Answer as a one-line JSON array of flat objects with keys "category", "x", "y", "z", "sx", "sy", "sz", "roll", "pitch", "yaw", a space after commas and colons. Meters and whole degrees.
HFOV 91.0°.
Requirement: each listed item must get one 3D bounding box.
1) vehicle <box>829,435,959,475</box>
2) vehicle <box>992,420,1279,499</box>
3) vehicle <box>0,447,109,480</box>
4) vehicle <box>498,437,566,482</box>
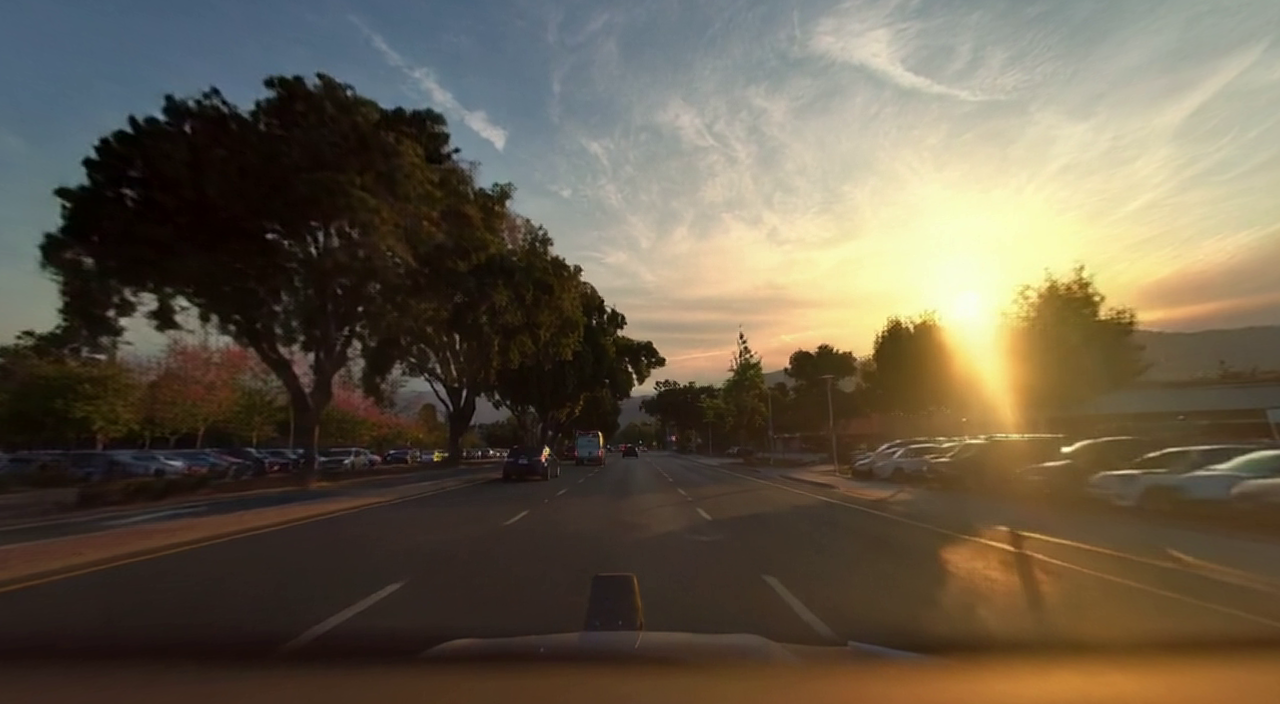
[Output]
[{"category": "vehicle", "x": 12.551, "y": 5.141, "z": 31.320, "sx": 5.500, "sy": 1.749, "sz": 2.057, "roll": -1, "pitch": -9, "yaw": -3}, {"category": "vehicle", "x": 12.455, "y": 2.722, "z": 16.206, "sx": 5.426, "sy": 1.811, "sz": 2.193, "roll": -2, "pitch": -9, "yaw": 15}, {"category": "vehicle", "x": -33.627, "y": 6.254, "z": 35.461, "sx": 5.439, "sy": 1.744, "sz": 2.107, "roll": 0, "pitch": -9, "yaw": -1}, {"category": "vehicle", "x": -4.379, "y": 4.445, "z": 26.273, "sx": 2.109, "sy": 1.672, "sz": 4.256, "roll": 0, "pitch": -9, "yaw": 0}]
